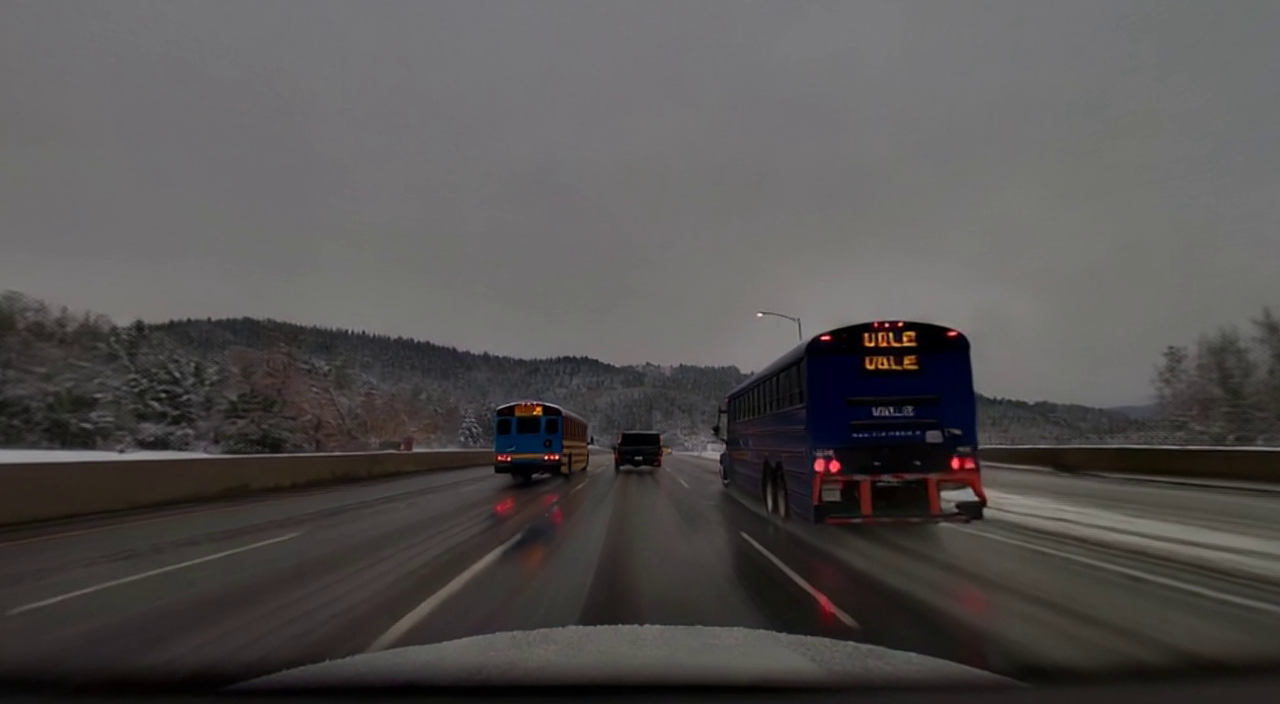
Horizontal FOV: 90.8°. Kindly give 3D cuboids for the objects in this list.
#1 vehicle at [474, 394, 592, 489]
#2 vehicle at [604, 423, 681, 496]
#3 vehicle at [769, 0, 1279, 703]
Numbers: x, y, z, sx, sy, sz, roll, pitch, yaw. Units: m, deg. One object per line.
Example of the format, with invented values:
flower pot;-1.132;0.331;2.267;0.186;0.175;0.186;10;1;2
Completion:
vehicle;-3.730;3.455;24.253;2.947;3.009;7.991;0;-9;1
vehicle;0.013;3.184;18.998;2.037;1.929;4.343;0;-9;-1
vehicle;4.089;0.219;5.544;3.006;4.101;13.245;0;-9;0
